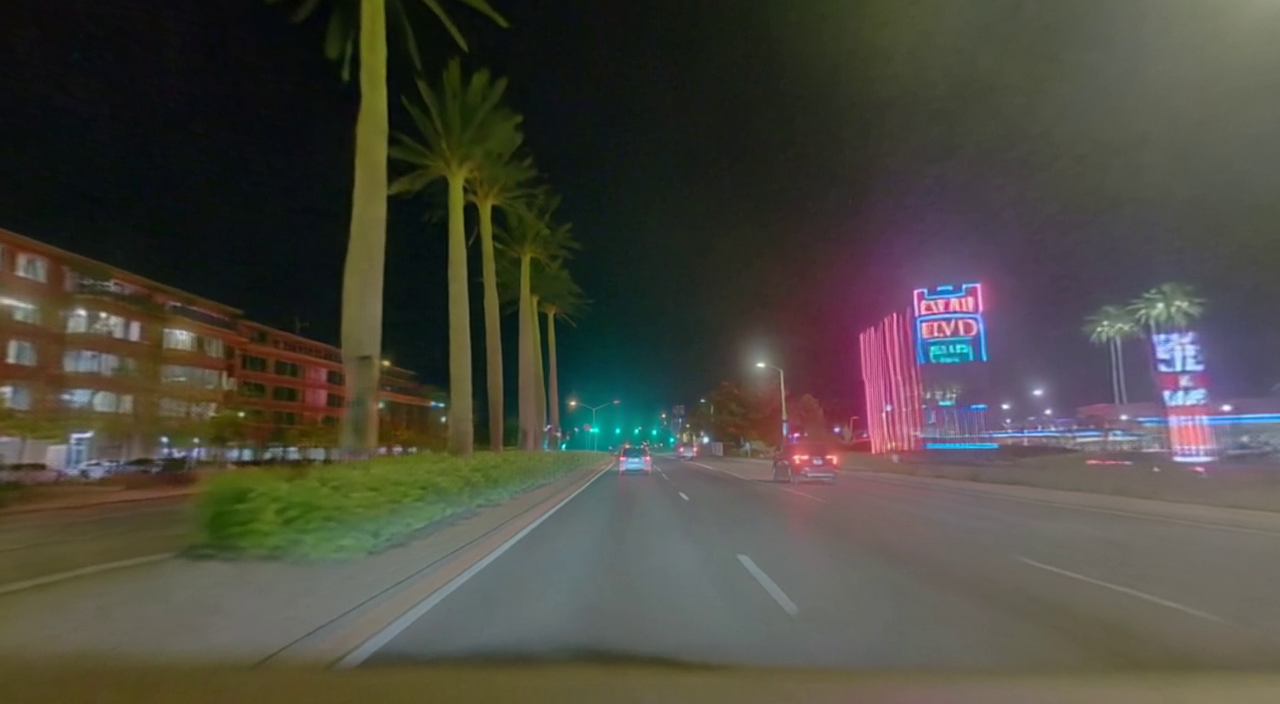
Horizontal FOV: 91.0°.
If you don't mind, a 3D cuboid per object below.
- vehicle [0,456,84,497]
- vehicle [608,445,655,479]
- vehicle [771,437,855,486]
[{"bbox_3d":[-24.388,4.790,24.428,3.898,1.459,1.680,1,-8,-2],"label":"vehicle"},{"bbox_3d":[-0.354,4.849,28.118,1.970,1.402,3.756,0,-8,0],"label":"vehicle"},{"bbox_3d":[6.391,4.082,23.759,1.949,1.647,3.894,0,-8,-2],"label":"vehicle"}]
